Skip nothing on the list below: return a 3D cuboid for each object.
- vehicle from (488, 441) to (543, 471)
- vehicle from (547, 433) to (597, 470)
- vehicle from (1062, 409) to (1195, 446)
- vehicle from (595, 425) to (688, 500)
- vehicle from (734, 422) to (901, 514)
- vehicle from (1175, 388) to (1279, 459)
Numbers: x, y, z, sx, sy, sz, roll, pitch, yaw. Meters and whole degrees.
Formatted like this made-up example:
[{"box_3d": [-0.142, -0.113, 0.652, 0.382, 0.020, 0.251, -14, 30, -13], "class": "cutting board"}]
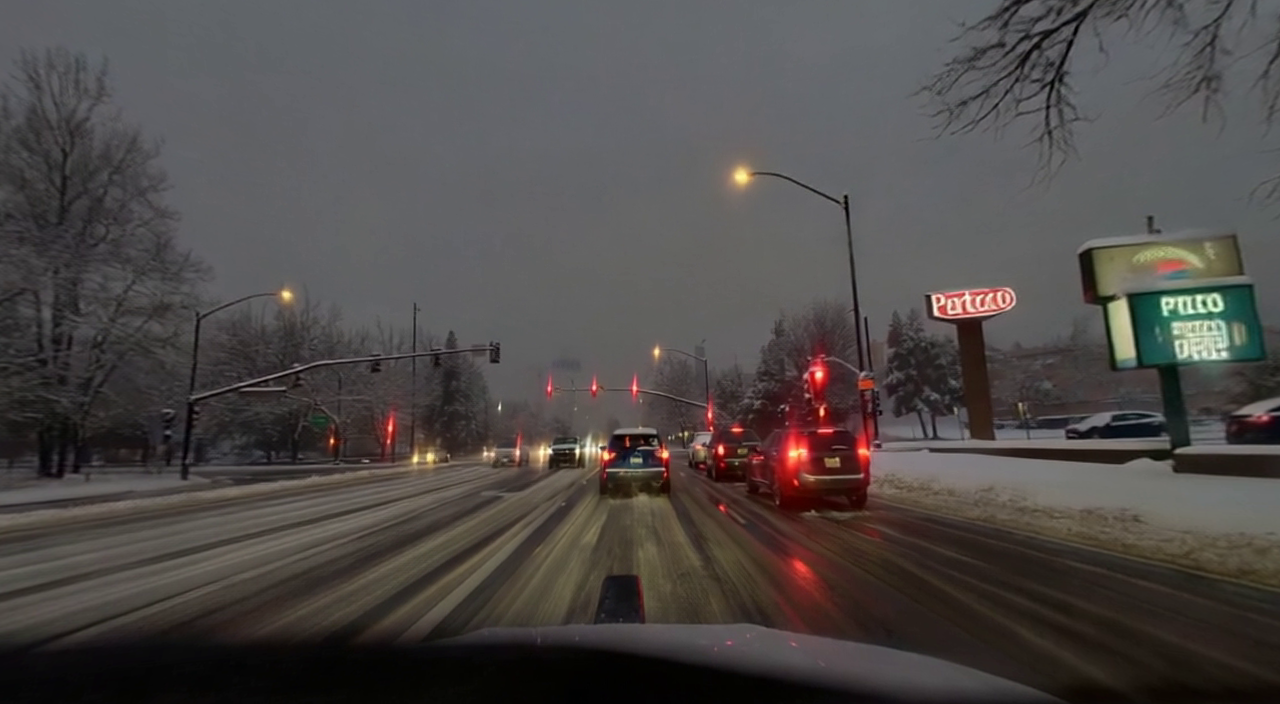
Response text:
[{"box_3d": [-6.534, 5.506, 33.650, 1.954, 1.473, 4.350, 0, -9, 1], "class": "vehicle"}, {"box_3d": [-3.466, 5.190, 32.966, 2.106, 1.778, 4.444, 0, -9, 0], "class": "vehicle"}, {"box_3d": [23.966, 3.744, 31.134, 4.854, 1.712, 2.017, 0, -9, -1], "class": "vehicle"}, {"box_3d": [-0.058, 2.842, 16.563, 2.146, 1.685, 4.003, 0, -9, -3], "class": "vehicle"}, {"box_3d": [3.594, 2.458, 13.879, 2.198, 1.660, 4.512, 0, -9, -2], "class": "vehicle"}, {"box_3d": [15.463, 1.666, 14.552, 4.344, 1.512, 1.936, -1, -9, 3], "class": "vehicle"}]
